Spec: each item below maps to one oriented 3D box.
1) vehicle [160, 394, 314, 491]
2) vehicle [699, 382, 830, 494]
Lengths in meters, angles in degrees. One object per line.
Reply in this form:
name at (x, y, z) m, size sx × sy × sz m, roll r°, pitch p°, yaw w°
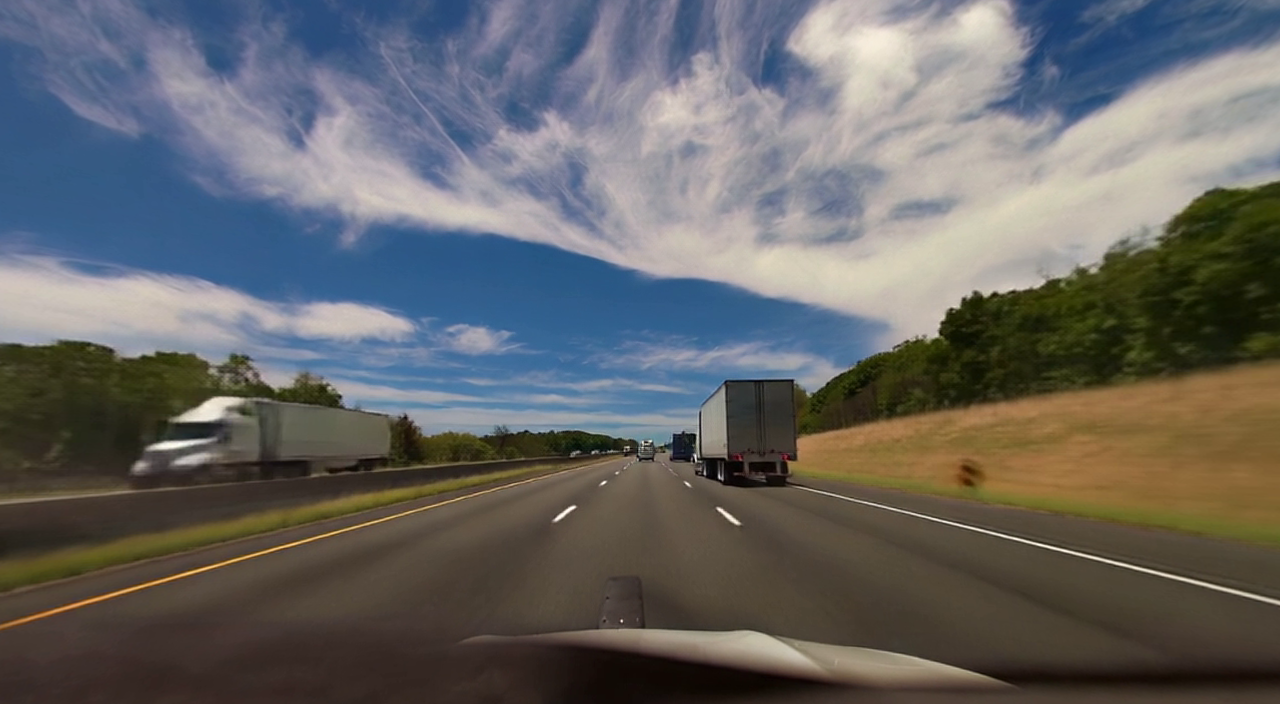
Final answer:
vehicle at (-18.317, 4.221, 29.274) m, size 2.960 × 4.006 × 5.958 m, roll 0°, pitch -9°, yaw 0°
vehicle at (4.210, 3.286, 23.732) m, size 2.960 × 3.381 × 8.914 m, roll 0°, pitch -9°, yaw -1°
